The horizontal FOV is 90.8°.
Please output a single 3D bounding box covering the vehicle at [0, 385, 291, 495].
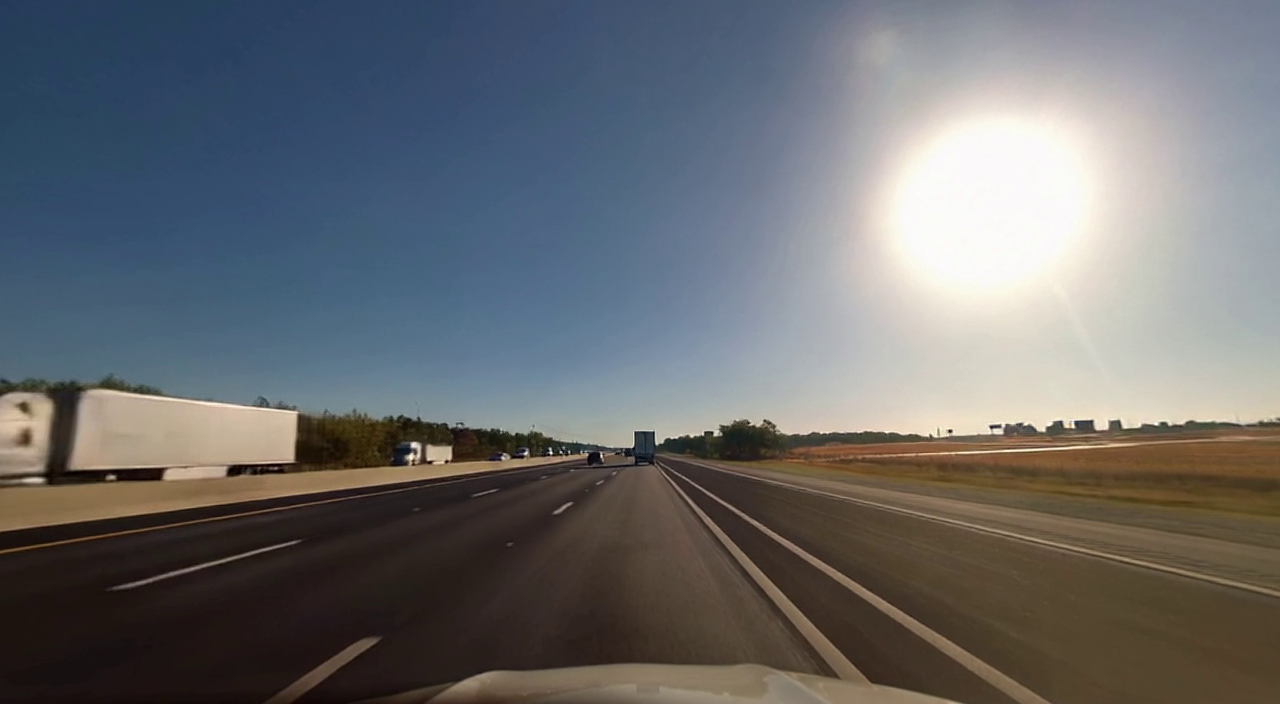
[{"bbox_3d":[-22.807,4.456,30.996,3.098,4.119,14.343,0,-9,0],"label":"vehicle"}]
